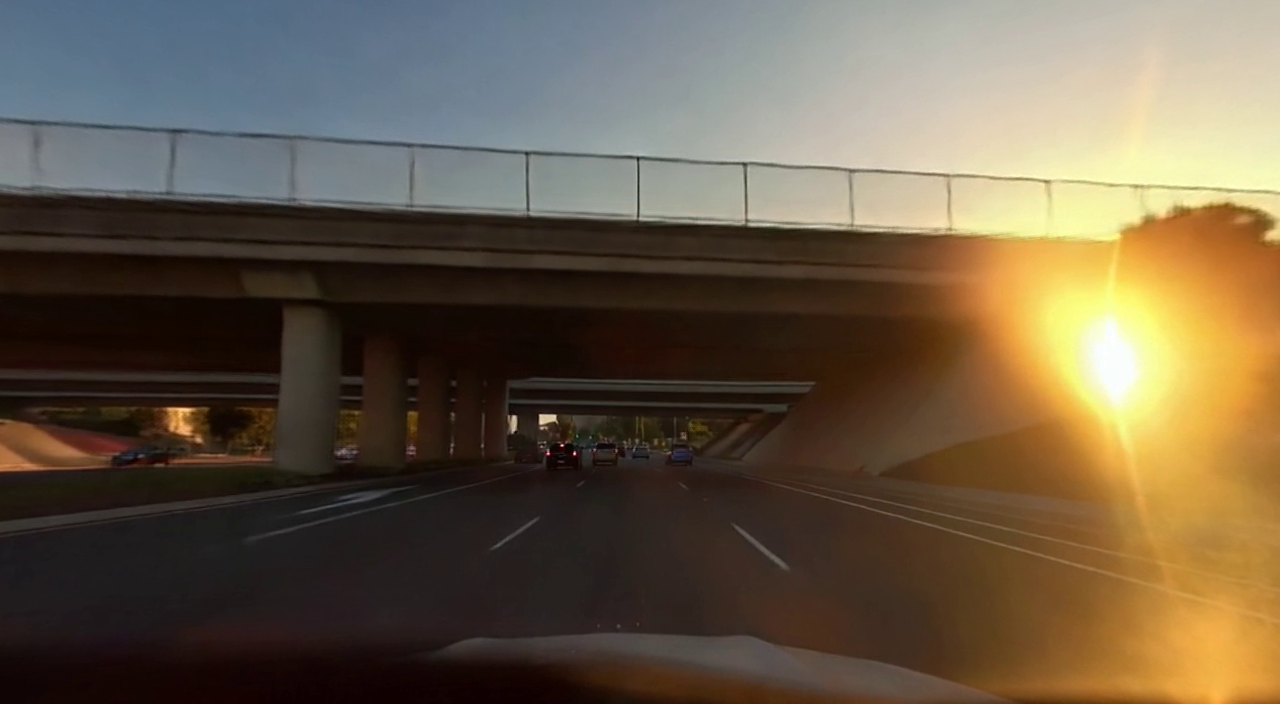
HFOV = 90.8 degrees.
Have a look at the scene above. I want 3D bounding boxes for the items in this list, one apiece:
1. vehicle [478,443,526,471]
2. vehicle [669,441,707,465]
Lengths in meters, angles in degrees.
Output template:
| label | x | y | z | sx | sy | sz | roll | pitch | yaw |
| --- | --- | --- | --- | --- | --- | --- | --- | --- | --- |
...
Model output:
| label | x | y | z | sx | sy | sz | roll | pitch | yaw |
| --- | --- | --- | --- | --- | --- | --- | --- | --- | --- |
| vehicle | -8.078 | 6.188 | 37.453 | 2.007 | 1.519 | 4.366 | 0 | -8 | -2 |
| vehicle | 3.510 | 7.509 | 47.044 | 2.377 | 1.678 | 4.353 | 0 | -8 | -2 |
